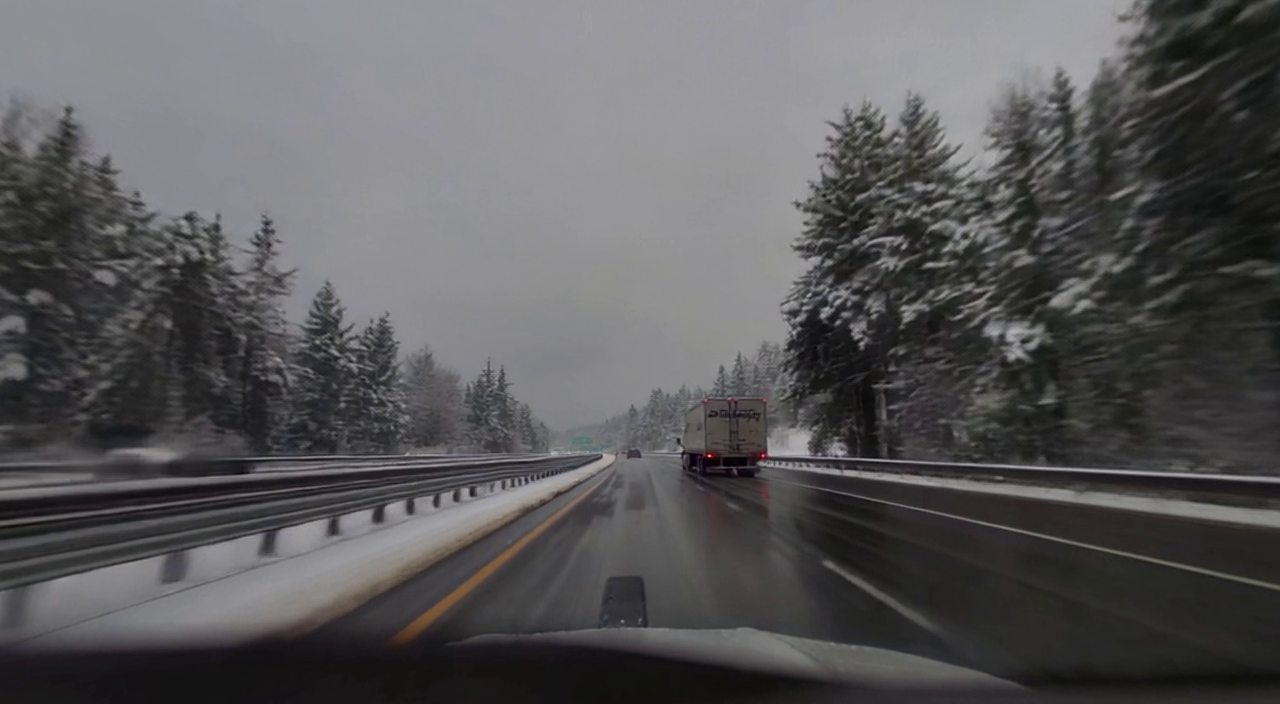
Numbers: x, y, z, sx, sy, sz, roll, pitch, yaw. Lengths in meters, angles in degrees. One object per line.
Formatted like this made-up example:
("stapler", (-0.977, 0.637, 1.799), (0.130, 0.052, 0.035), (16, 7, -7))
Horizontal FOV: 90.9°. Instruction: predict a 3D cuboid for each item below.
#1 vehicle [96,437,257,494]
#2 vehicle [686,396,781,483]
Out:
("vehicle", (-13.091, 3.215, 18.121), (1.792, 1.449, 3.693), (0, -9, 0))
("vehicle", (4.139, 4.381, 30.986), (2.876, 3.419, 11.591), (0, -9, 0))
